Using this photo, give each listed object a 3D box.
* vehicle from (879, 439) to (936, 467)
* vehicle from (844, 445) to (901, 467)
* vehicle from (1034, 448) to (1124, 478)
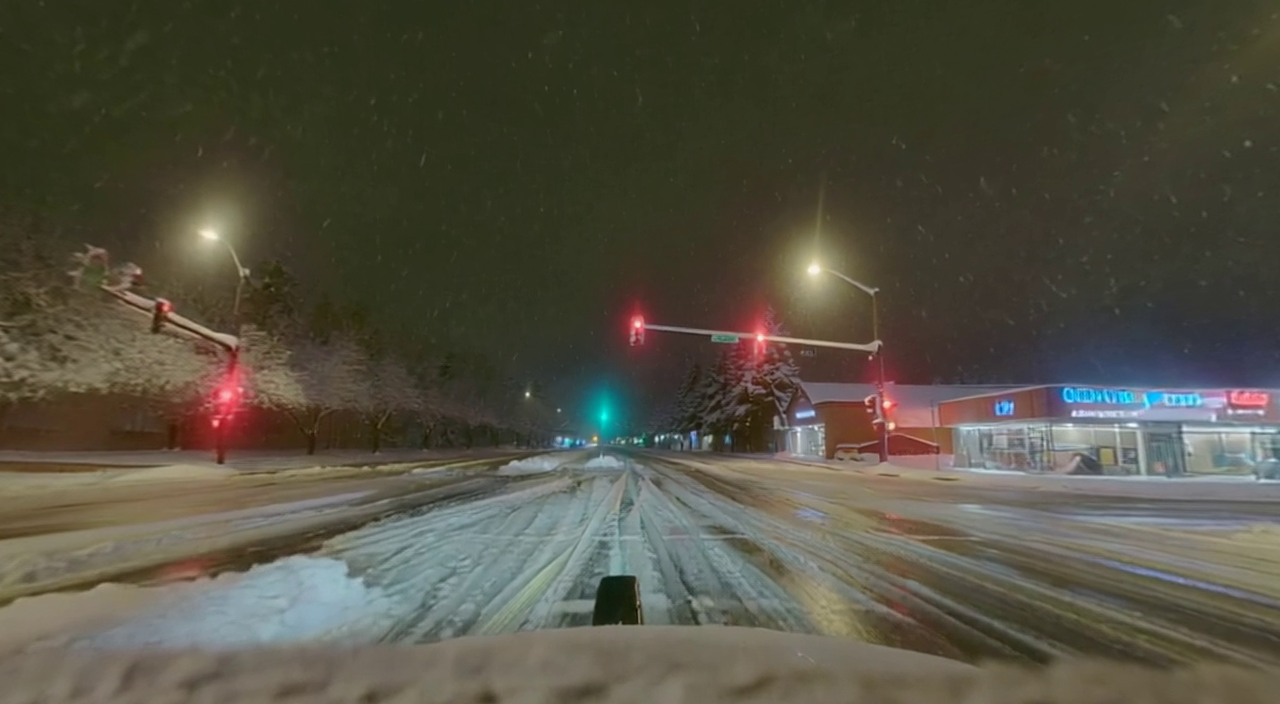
[{"bbox_3d":[19.333,7.317,45.891,2.087,1.868,4.004,1,-8,-5],"label":"vehicle"},{"bbox_3d":[16.858,7.543,46.046,2.073,1.519,4.429,1,-8,-7],"label":"vehicle"},{"bbox_3d":[25.811,6.515,37.358,1.929,1.613,4.530,0,-8,-2],"label":"vehicle"}]
